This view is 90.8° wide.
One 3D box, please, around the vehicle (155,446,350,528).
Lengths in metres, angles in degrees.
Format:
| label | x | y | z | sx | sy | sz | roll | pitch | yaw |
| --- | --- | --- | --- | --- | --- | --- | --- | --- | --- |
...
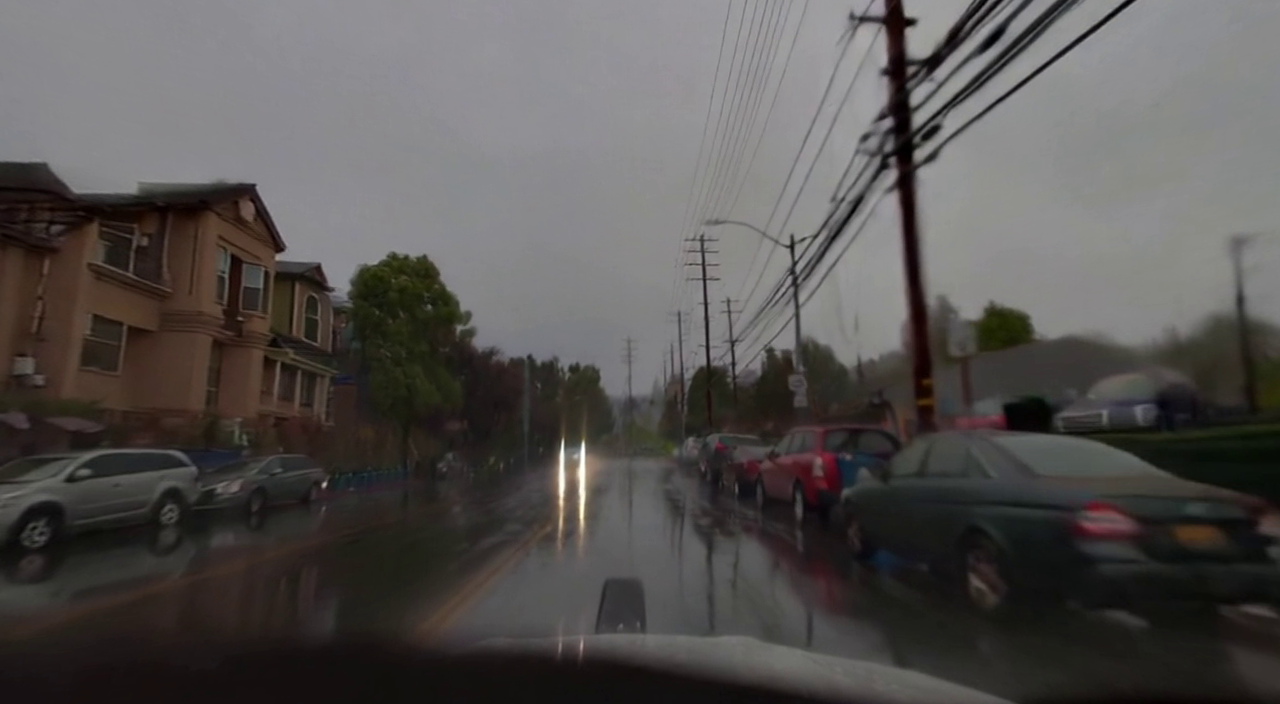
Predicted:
| label | x | y | z | sx | sy | sz | roll | pitch | yaw |
| --- | --- | --- | --- | --- | --- | --- | --- | --- | --- |
| vehicle | -10.672 | 3.696 | 17.925 | 2.134 | 1.775 | 4.706 | -8 | -10 | 8 |

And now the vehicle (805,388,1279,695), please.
| label | x | y | z | sx | sy | sz | roll | pitch | yaw |
| --- | --- | --- | --- | --- | --- | --- | --- | --- | --- |
| vehicle | 3.278 | 1.354 | 5.729 | 2.098 | 1.624 | 4.477 | 0 | -9 | -4 |

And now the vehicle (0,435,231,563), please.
| label | x | y | z | sx | sy | sz | roll | pitch | yaw |
| --- | --- | --- | --- | --- | --- | --- | --- | --- | --- |
| vehicle | -11.277 | 2.808 | 12.764 | 2.322 | 2.037 | 5.030 | -3 | -9 | 5 |

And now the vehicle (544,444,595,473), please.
| label | x | y | z | sx | sy | sz | roll | pitch | yaw |
| --- | --- | --- | --- | --- | --- | --- | --- | --- | --- |
| vehicle | -5.305 | 8.092 | 48.513 | 2.319 | 2.021 | 5.762 | -3 | -9 | 10 |

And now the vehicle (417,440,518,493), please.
| label | x | y | z | sx | sy | sz | roll | pitch | yaw |
| --- | --- | --- | --- | --- | --- | --- | --- | --- | --- |
| vehicle | -6.296 | 4.192 | 23.668 | 2.081 | 1.760 | 4.598 | 0 | -8 | 6 |
